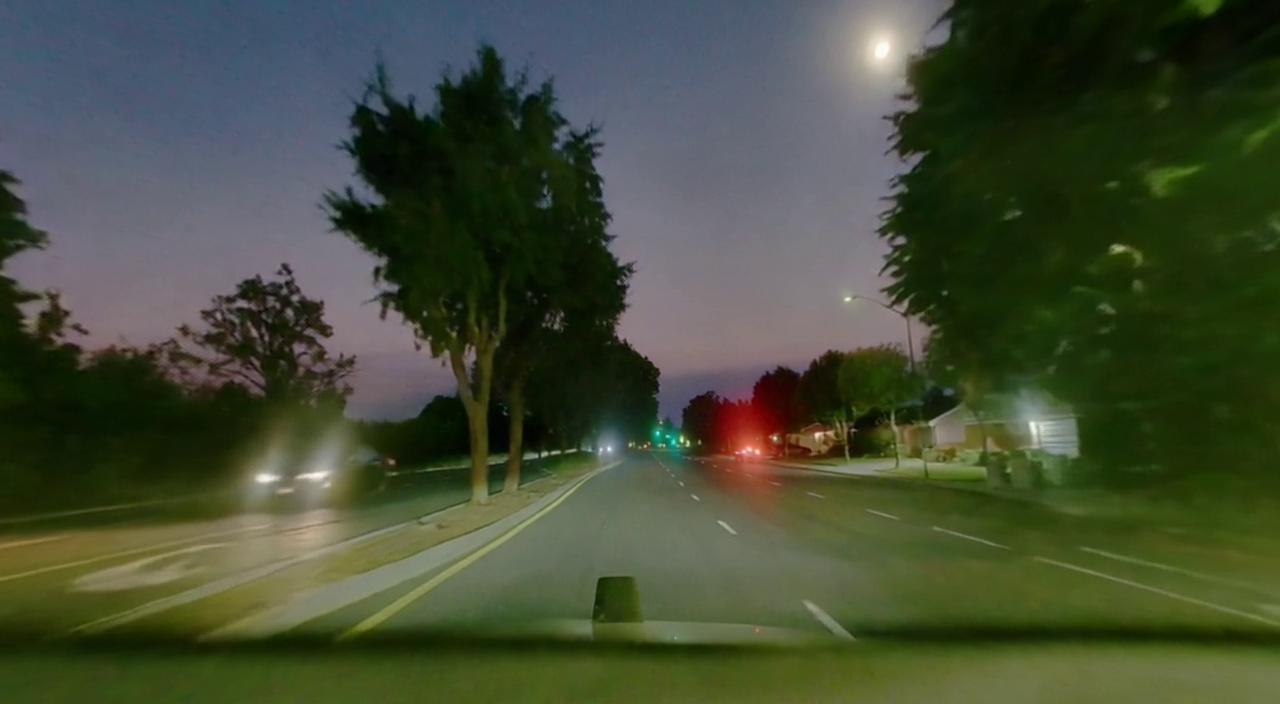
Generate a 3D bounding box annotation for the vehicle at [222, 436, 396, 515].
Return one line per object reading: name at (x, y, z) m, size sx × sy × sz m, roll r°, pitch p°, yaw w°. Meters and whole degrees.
vehicle at (-8.285, 3.104, 16.341) m, size 2.118 × 1.733 × 4.372 m, roll 0°, pitch -9°, yaw 0°
